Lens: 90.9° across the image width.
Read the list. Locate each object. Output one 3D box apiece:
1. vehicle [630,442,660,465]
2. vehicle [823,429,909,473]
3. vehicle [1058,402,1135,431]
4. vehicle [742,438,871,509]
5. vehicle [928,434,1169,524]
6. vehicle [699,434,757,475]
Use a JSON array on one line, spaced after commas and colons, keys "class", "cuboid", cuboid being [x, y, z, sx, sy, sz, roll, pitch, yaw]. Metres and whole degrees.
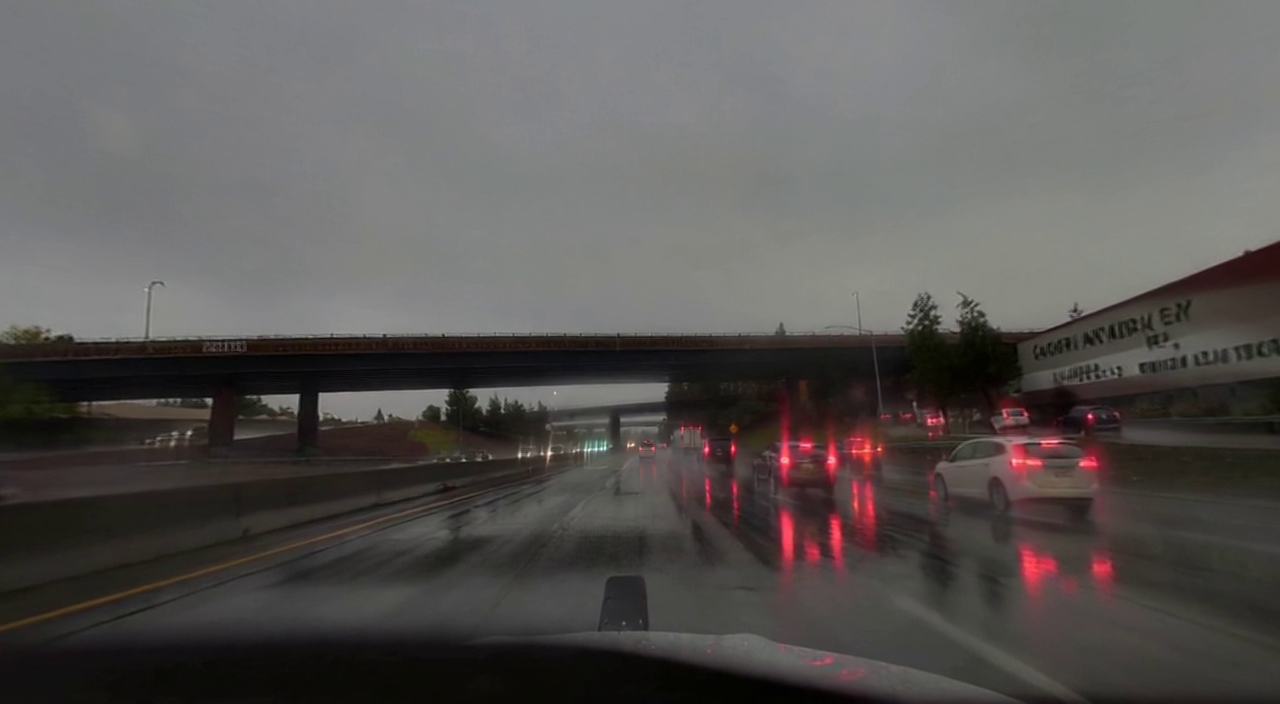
[{"class": "vehicle", "cuboid": [0.368, 7.613, 47.609, 2.124, 1.639, 4.122, 0, -8, 0]}, {"class": "vehicle", "cuboid": [11.158, 4.948, 31.694, 2.193, 2.025, 5.606, 0, -8, 0]}, {"class": "vehicle", "cuboid": [33.083, 4.760, 45.906, 2.131, 1.840, 4.870, -1, -8, 4]}, {"class": "vehicle", "cuboid": [3.858, 2.892, 15.537, 1.902, 1.481, 4.451, 0, -8, -1]}, {"class": "vehicle", "cuboid": [7.792, 2.424, 12.678, 1.919, 1.476, 4.303, 0, -8, -1]}, {"class": "vehicle", "cuboid": [4.286, 5.068, 31.408, 2.086, 1.858, 4.737, 0, -8, -1]}]
